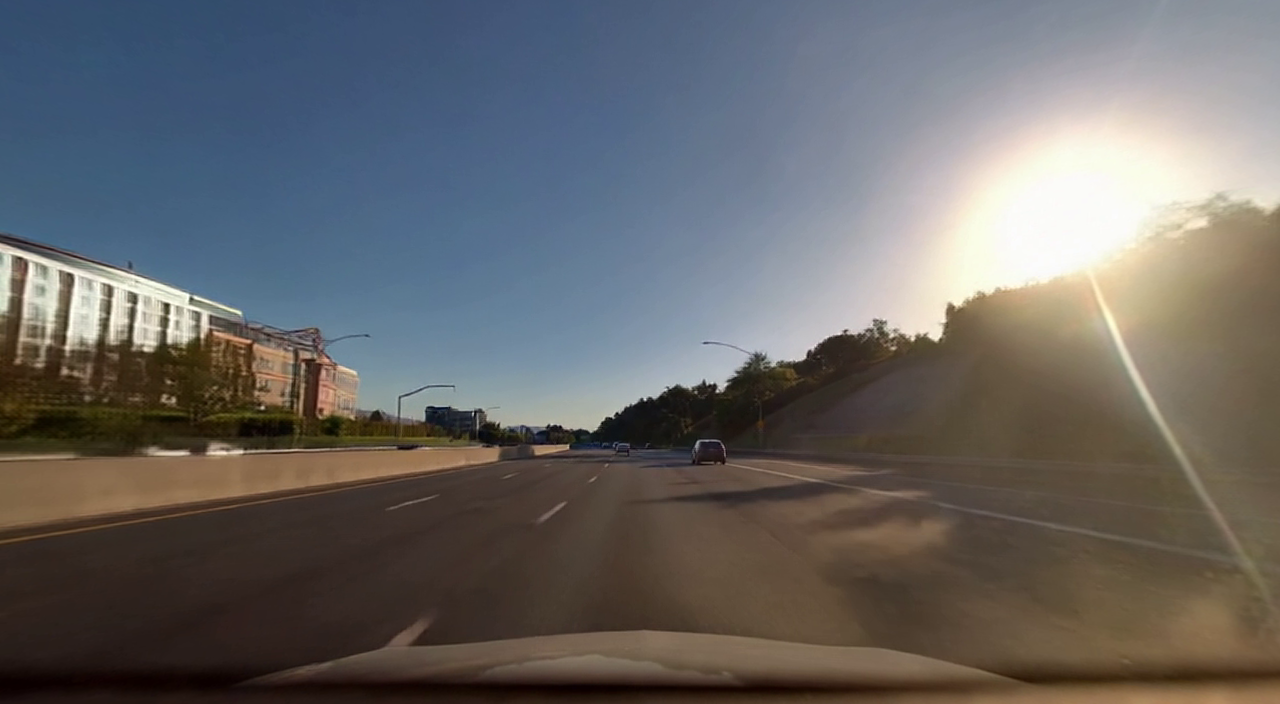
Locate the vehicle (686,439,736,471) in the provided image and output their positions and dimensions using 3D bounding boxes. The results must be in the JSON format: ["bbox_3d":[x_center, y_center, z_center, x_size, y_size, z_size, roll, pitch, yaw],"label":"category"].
[{"bbox_3d":[3.488,5.153,31.784,1.926,1.477,4.025,0,-8,-2],"label":"vehicle"}]

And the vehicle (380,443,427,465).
[{"bbox_3d":[-17.324,7.485,46.478,1.855,1.504,4.310,0,-8,-1],"label":"vehicle"}]

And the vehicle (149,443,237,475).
[{"bbox_3d":[-24.277,5.791,34.443,1.797,1.594,4.115,0,-8,-1],"label":"vehicle"}]

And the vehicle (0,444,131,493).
[{"bbox_3d":[-20.352,3.924,21.648,1.859,1.479,4.733,-1,-8,-1],"label":"vehicle"}]
